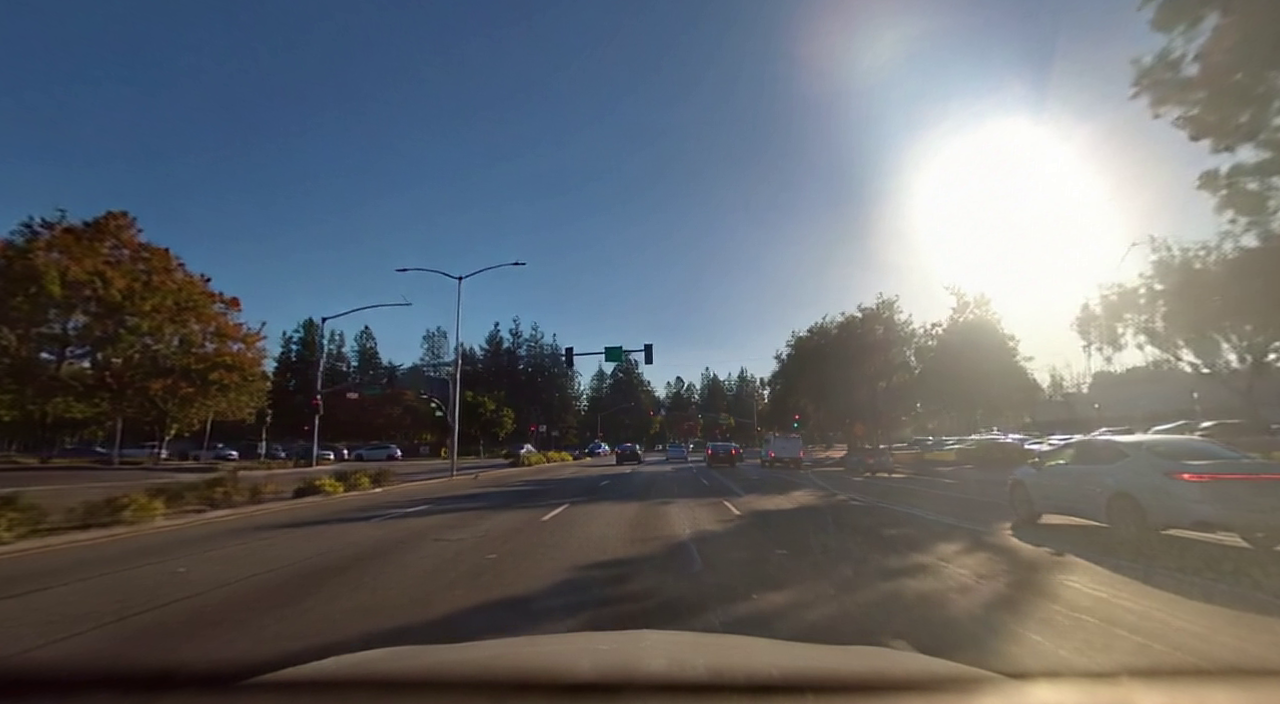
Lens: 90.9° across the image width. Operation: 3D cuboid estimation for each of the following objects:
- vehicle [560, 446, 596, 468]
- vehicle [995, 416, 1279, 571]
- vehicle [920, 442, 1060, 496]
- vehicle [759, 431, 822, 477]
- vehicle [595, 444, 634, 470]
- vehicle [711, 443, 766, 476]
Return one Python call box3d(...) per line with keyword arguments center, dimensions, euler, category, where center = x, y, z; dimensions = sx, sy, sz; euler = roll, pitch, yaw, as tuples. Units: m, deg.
box3d(center=(-4.609, 7.903, 47.512), dimensions=(2.004, 1.529, 4.319), euler=(-1, -9, 5), category="vehicle")
box3d(center=(7.402, 1.815, 9.025), dimensions=(2.051, 1.620, 4.702), euler=(-1, -8, 3), category="vehicle")
box3d(center=(11.138, 3.724, 20.507), dimensions=(1.963, 1.513, 4.600), euler=(0, -9, 1), category="vehicle")
box3d(center=(7.872, 5.393, 33.605), dimensions=(2.186, 2.202, 5.426), euler=(0, -9, 2), category="vehicle")
box3d(center=(-1.551, 6.602, 39.784), dimensions=(1.958, 1.542, 4.175), euler=(-1, -9, 5), category="vehicle")
box3d(center=(5.030, 5.564, 32.952), dimensions=(2.292, 1.563, 4.734), euler=(-1, -8, 3), category="vehicle")
